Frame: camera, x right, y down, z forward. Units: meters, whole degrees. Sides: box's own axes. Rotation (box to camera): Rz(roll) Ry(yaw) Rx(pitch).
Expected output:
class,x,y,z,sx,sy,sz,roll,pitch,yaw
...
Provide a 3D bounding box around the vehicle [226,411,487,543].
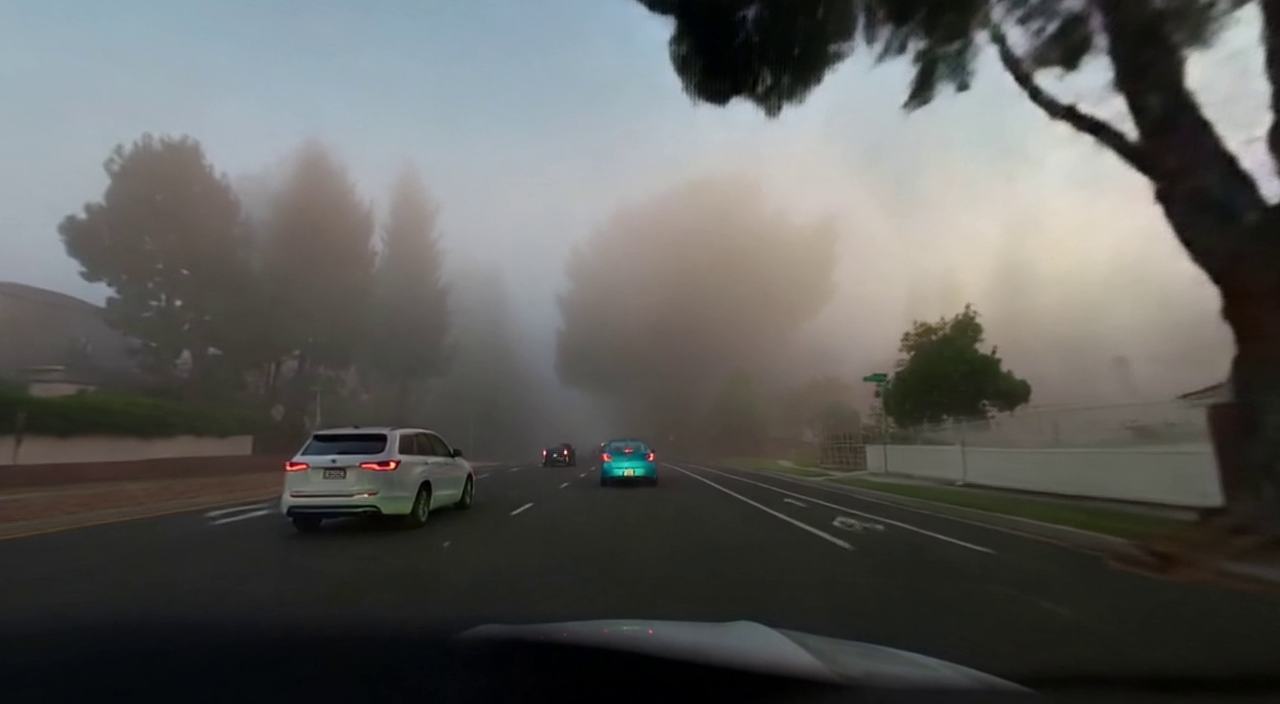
class,x,y,z,sx,sy,sz,roll,pitch,yaw
vehicle,-4.285,1.975,10.644,2.243,1.722,4.621,0,-8,0

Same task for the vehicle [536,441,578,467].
class,x,y,z,sx,sy,sz,roll,pitch,yaw
vehicle,-4.968,6.168,38.509,2.014,1.493,4.658,0,-8,-1

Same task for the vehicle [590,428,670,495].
class,x,y,z,sx,sy,sz,roll,pitch,yaw
vehicle,-0.321,3.232,19.001,2.131,1.761,4.242,0,-8,-1
